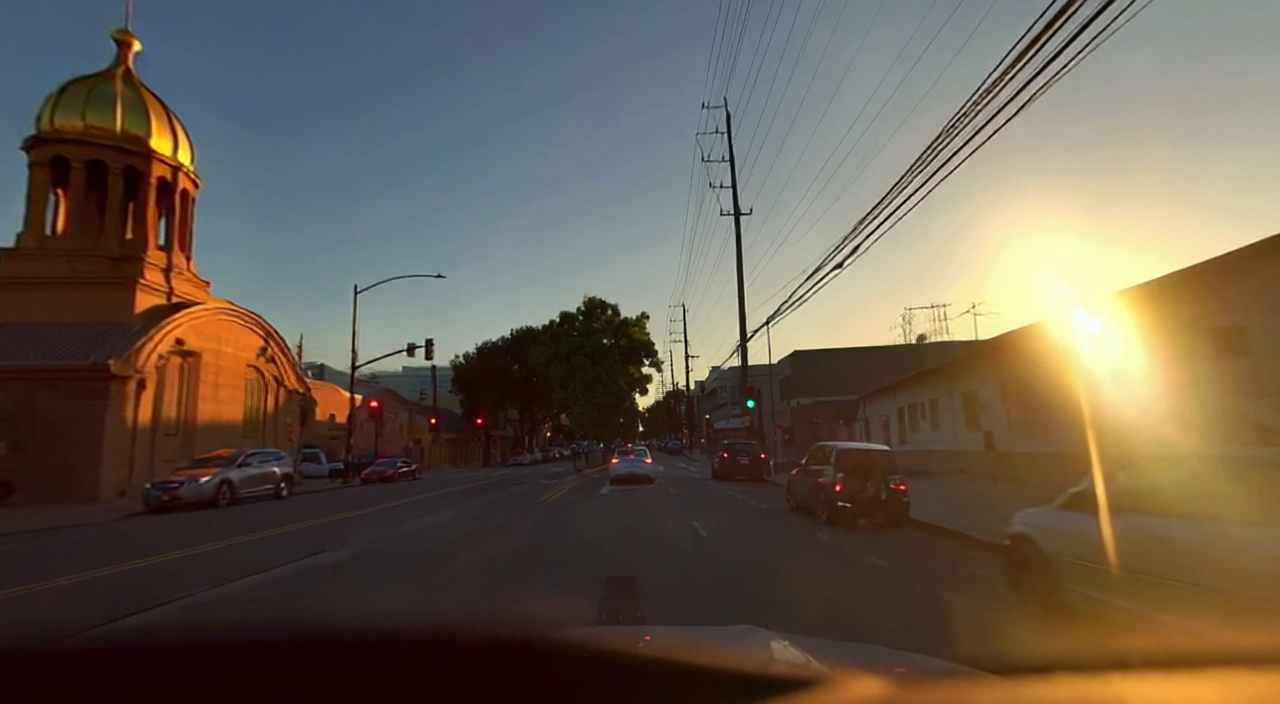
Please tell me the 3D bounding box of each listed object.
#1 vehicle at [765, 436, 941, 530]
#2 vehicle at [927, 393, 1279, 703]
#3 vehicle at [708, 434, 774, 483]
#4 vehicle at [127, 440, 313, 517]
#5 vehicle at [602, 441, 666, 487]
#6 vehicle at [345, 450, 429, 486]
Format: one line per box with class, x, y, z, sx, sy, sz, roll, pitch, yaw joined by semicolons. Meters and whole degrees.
vehicle;3.910;2.453;12.410;2.003;1.524;3.868;0;-8;-1
vehicle;3.771;1.124;3.664;1.944;1.530;4.539;3;-9;-2
vehicle;3.931;4.253;25.403;2.015;1.780;4.261;0;-9;1
vehicle;-12.153;3.653;18.887;2.071;1.814;5.185;-4;-9;0
vehicle;-0.240;3.940;22.600;2.049;1.453;4.299;0;-9;-1
vehicle;-11.955;5.484;30.208;1.980;1.502;4.655;0;-9;1
